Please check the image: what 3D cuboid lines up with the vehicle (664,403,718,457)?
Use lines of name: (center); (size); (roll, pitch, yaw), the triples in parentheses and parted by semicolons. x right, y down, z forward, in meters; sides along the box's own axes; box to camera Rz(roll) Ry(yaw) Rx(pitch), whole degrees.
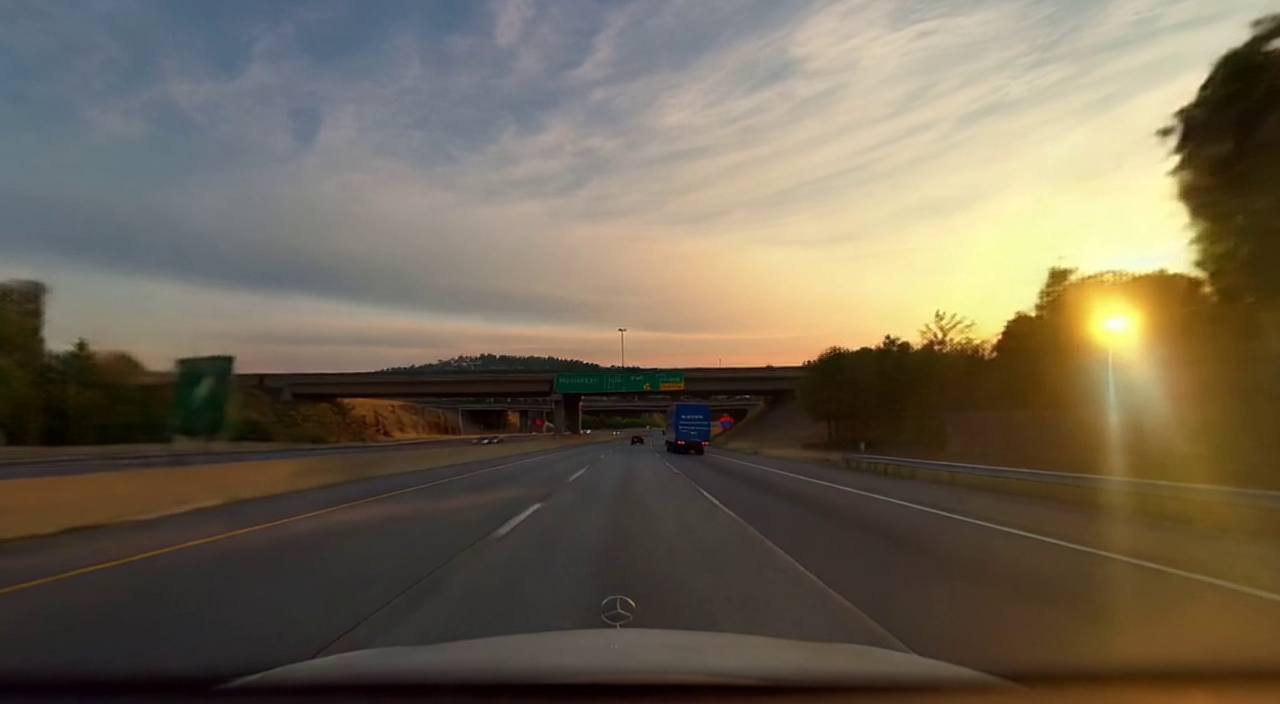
vehicle: (3.545, 5.823, 46.730); (2.981, 3.512, 11.154); (1, -8, -1)
